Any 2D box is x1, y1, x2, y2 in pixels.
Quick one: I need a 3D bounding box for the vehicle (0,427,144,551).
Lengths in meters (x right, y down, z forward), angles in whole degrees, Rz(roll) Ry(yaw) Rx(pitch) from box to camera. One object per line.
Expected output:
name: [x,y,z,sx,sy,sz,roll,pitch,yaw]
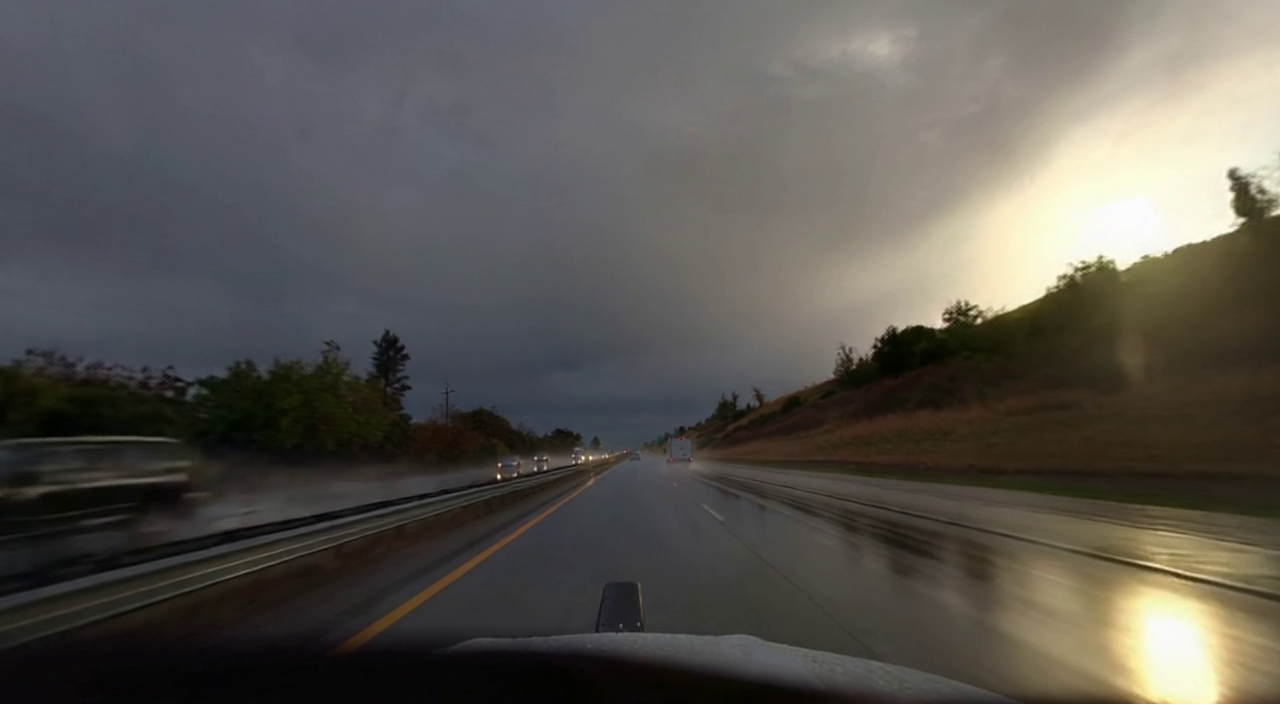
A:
vehicle: [-9.765,1.859,8.548,2.173,1.668,4.848,0,-9,-1]
